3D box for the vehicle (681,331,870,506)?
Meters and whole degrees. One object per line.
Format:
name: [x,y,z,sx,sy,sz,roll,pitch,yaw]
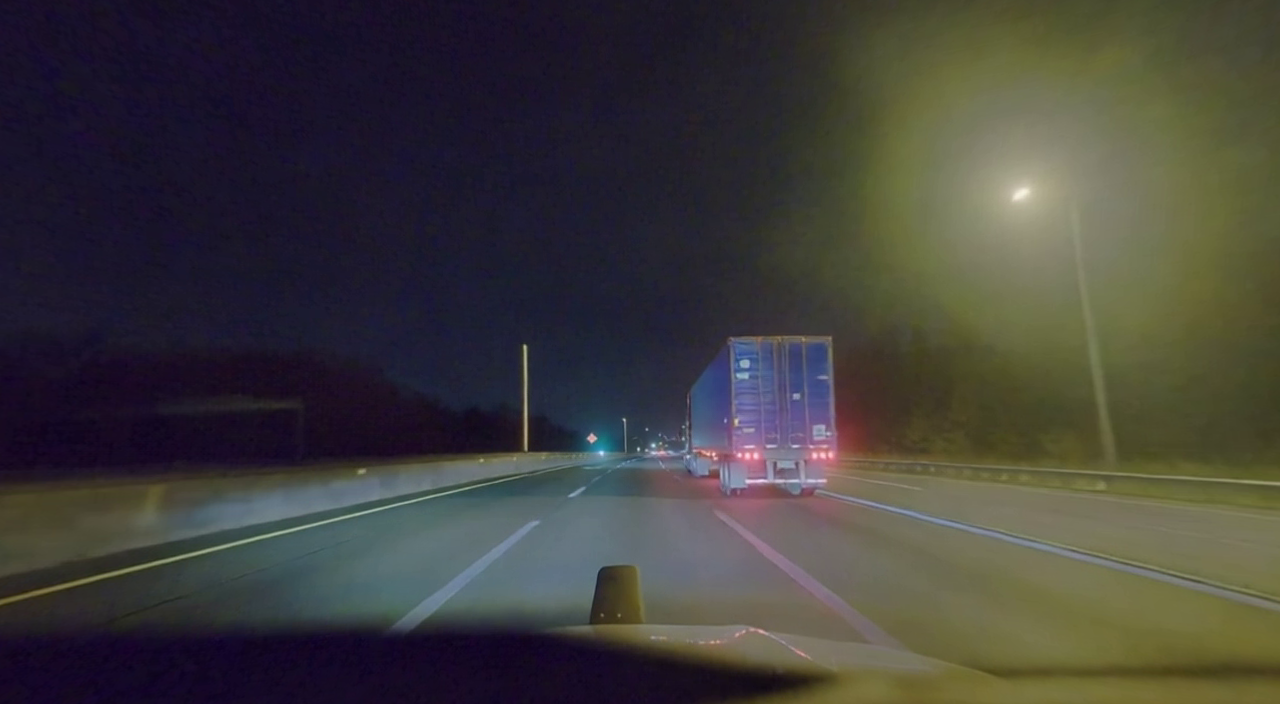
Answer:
vehicle: [3.556,2.607,21.714,3.244,4.020,14.561,0,-9,0]
